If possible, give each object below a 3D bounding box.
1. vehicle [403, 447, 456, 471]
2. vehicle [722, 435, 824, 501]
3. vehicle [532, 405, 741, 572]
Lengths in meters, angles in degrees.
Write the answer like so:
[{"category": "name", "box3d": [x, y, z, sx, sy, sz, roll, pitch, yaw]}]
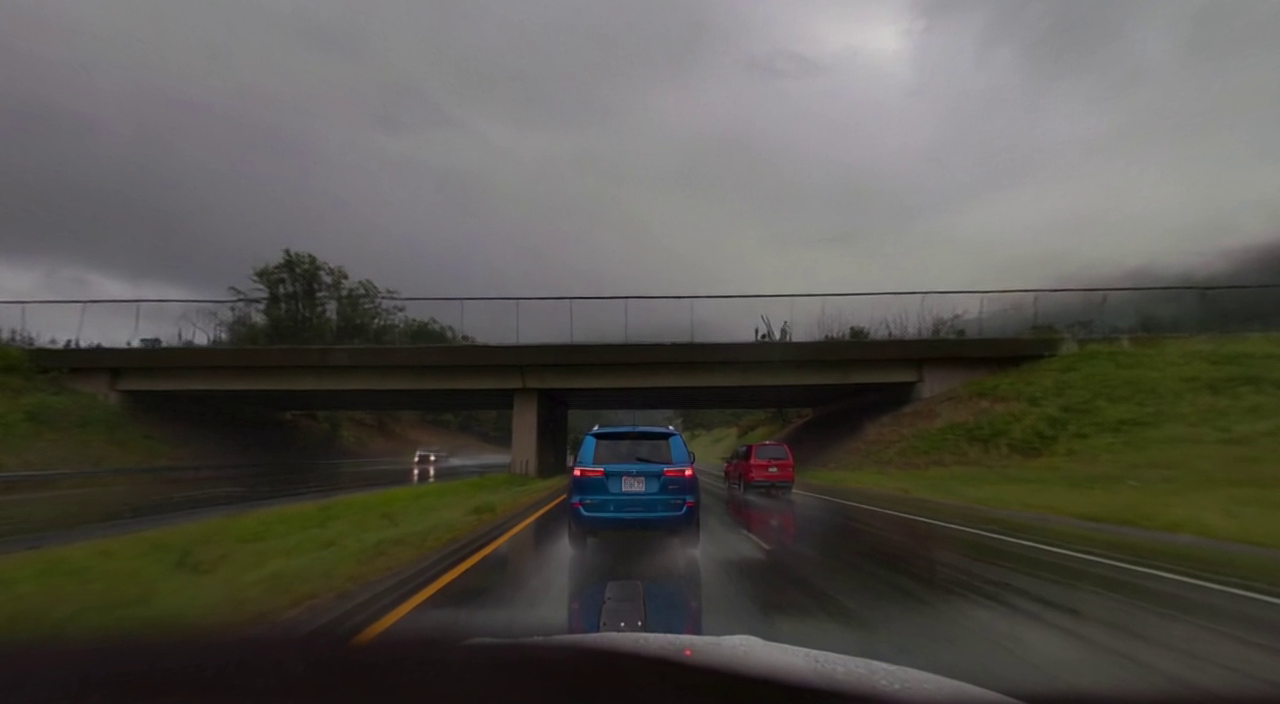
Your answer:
[{"category": "vehicle", "box3d": [-13.596, 6.917, 40.910, 2.006, 1.459, 4.251, 0, -9, 0]}, {"category": "vehicle", "box3d": [3.897, 3.503, 19.367, 2.043, 1.767, 4.620, 0, -9, -1]}, {"category": "vehicle", "box3d": [-0.041, 1.823, 9.055, 2.288, 1.823, 4.059, 0, -9, 0]}]
